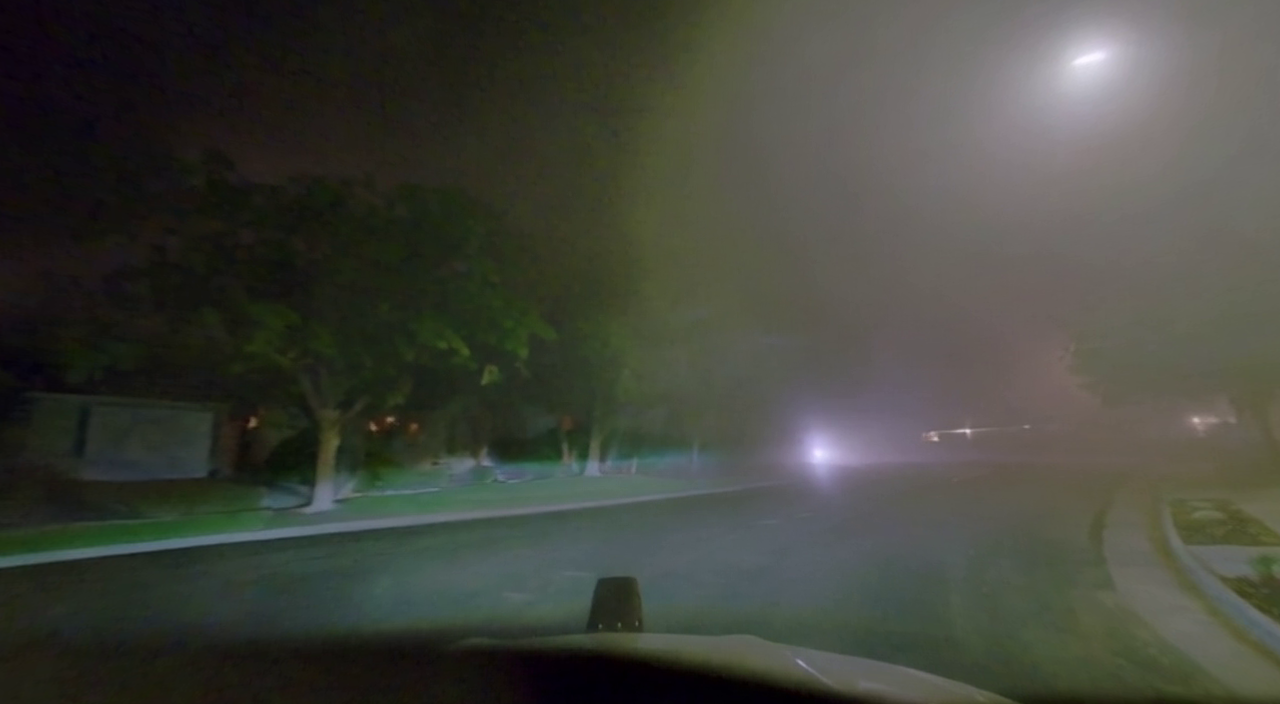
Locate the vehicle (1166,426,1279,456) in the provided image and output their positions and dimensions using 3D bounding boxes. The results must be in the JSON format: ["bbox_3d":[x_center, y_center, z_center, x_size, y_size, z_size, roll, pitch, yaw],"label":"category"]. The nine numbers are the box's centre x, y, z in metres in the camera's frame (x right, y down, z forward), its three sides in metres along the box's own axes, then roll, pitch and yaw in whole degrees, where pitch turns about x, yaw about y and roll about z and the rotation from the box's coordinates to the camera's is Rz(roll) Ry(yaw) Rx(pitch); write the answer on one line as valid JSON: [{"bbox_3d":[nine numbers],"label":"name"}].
[{"bbox_3d":[37.031,5.672,40.284,4.799,1.451,2.144,-6,-9,6],"label":"vehicle"}]
